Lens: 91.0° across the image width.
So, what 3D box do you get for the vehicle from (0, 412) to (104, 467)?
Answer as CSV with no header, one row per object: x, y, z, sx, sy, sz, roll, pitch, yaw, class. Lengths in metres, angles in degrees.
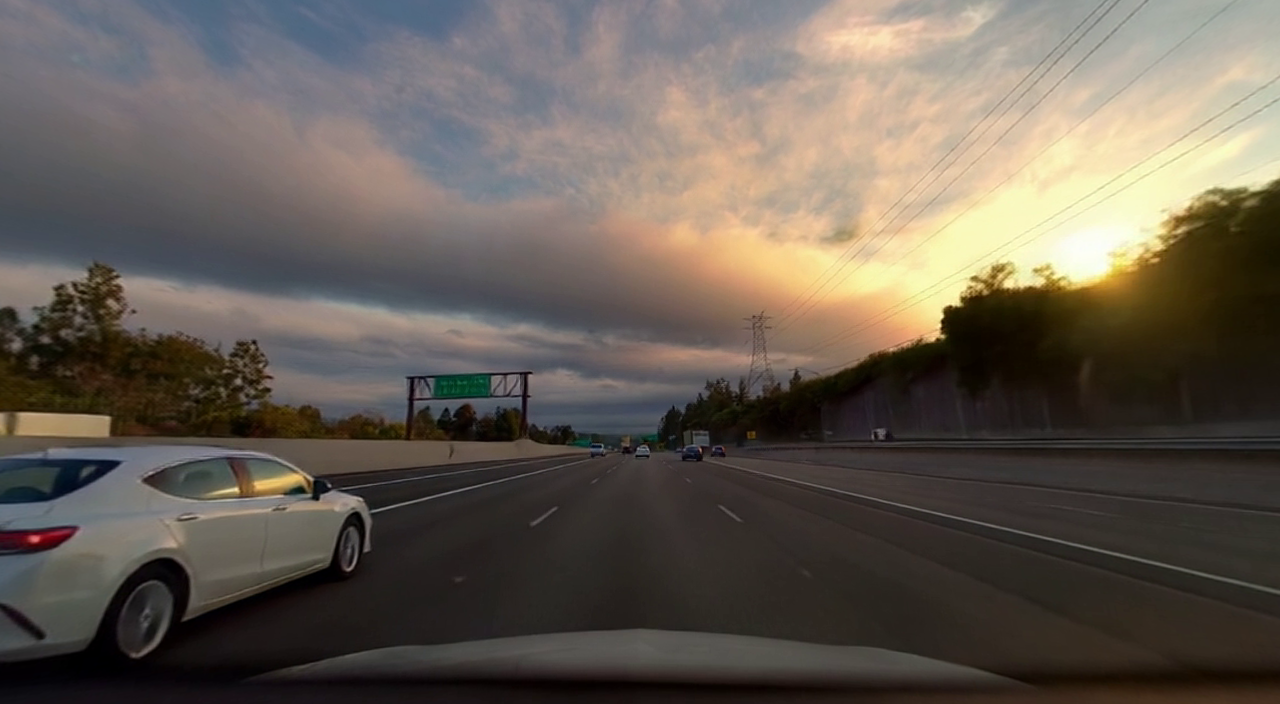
-45.330,6.360,45.515,3.003,3.786,10.840,-1,-9,4,vehicle
